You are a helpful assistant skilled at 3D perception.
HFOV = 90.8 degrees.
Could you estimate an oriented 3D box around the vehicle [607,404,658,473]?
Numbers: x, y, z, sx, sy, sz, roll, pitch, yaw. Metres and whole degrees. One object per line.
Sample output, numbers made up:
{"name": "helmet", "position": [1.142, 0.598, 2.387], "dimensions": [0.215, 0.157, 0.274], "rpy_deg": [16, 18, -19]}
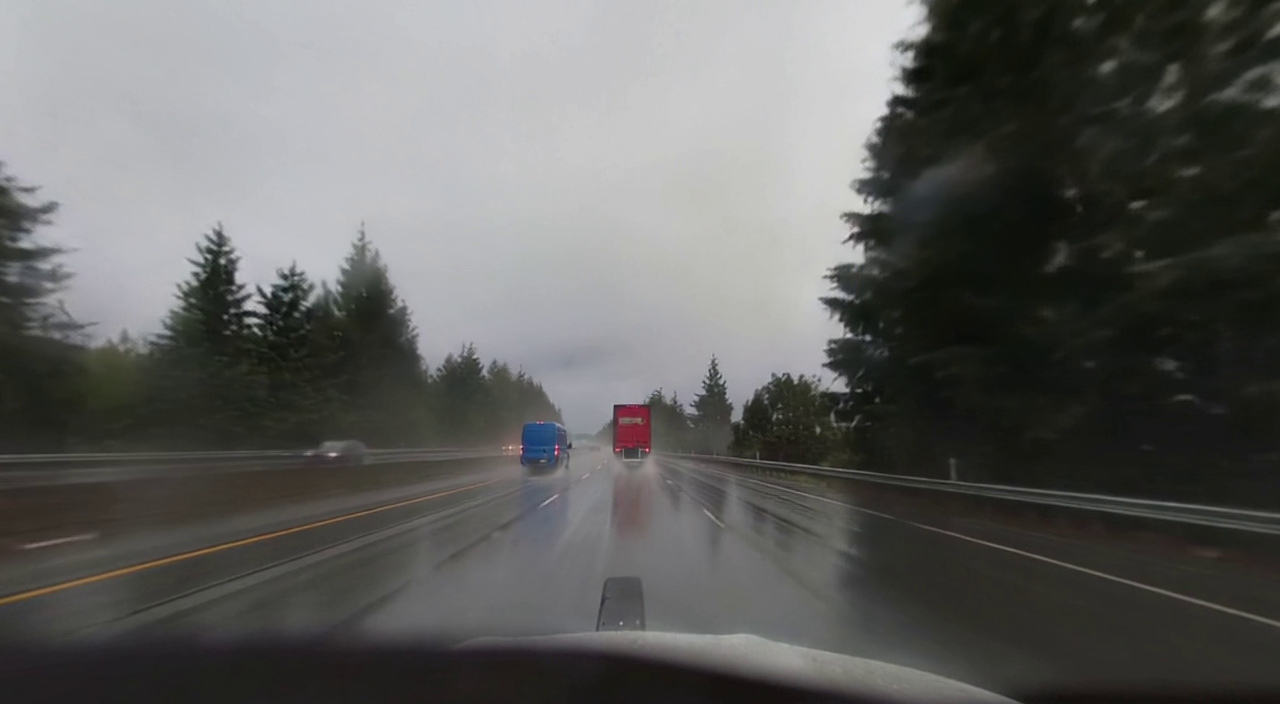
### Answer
{"name": "vehicle", "position": [-0.582, 5.886, 42.448], "dimensions": [2.995, 4.036, 10.311], "rpy_deg": [0, -9, -1]}

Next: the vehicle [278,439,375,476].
{"name": "vehicle", "position": [-13.491, 4.565, 27.495], "dimensions": [1.847, 1.454, 4.594], "rpy_deg": [0, -9, 0]}

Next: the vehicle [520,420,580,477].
{"name": "vehicle", "position": [-4.698, 5.199, 34.000], "dimensions": [2.357, 2.786, 6.144], "rpy_deg": [0, -9, -1]}
